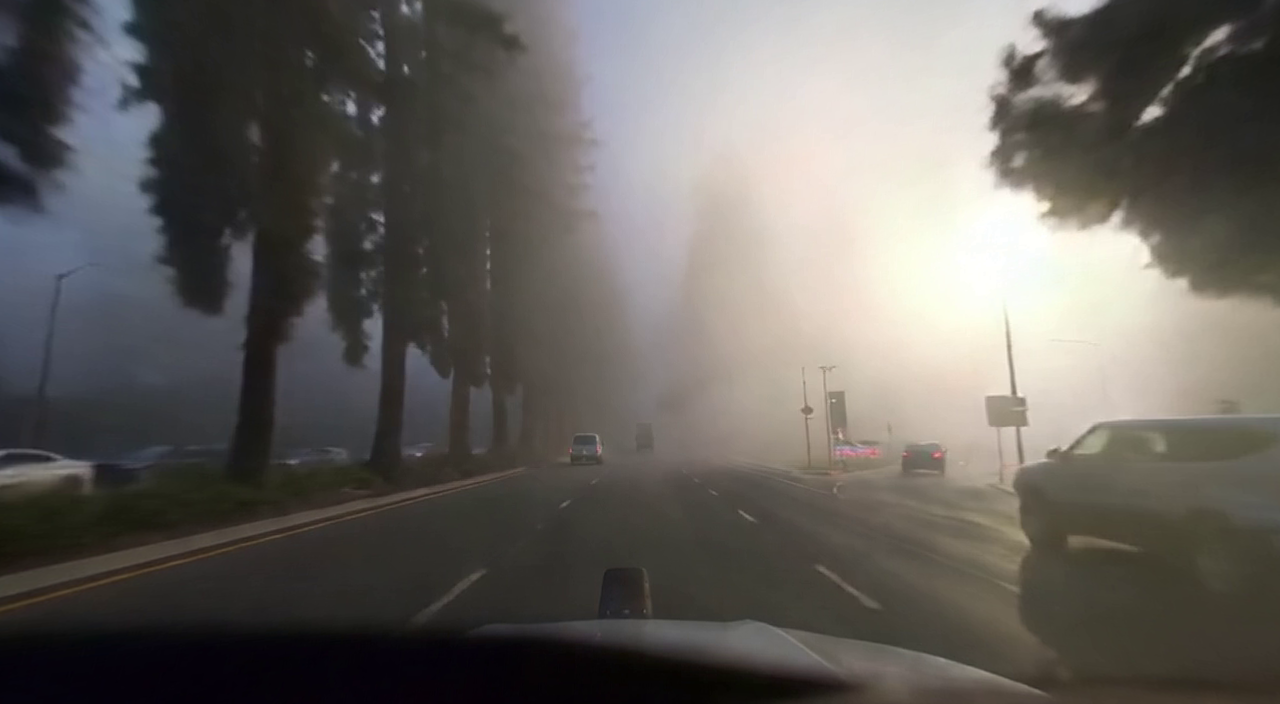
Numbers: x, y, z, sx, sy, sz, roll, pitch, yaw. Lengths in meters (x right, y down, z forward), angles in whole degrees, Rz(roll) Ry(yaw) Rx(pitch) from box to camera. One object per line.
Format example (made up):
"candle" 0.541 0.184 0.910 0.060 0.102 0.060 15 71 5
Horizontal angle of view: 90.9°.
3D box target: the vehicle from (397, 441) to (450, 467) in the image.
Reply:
"vehicle" -16.008 7.564 46.935 2.182 1.790 4.713 0 -9 1

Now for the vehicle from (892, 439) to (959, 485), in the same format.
"vehicle" 12.077 4.614 26.869 2.280 1.757 4.572 -4 -9 22

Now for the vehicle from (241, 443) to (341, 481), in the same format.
"vehicle" -16.477 5.195 30.092 2.042 1.654 4.603 0 -9 1

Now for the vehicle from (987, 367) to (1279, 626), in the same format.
"vehicle" 6.550 1.493 7.273 2.381 2.008 5.971 -1 -9 8

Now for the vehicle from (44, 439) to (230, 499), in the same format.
"vehicle" -16.539 3.837 21.176 2.163 1.761 4.848 0 -9 1

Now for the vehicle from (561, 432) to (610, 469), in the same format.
"vehicle" -3.054 5.683 36.430 2.255 1.940 4.822 0 -9 2

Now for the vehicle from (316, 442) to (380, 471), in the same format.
"vehicle" -19.692 7.058 42.760 2.036 1.770 4.623 1 -9 0
